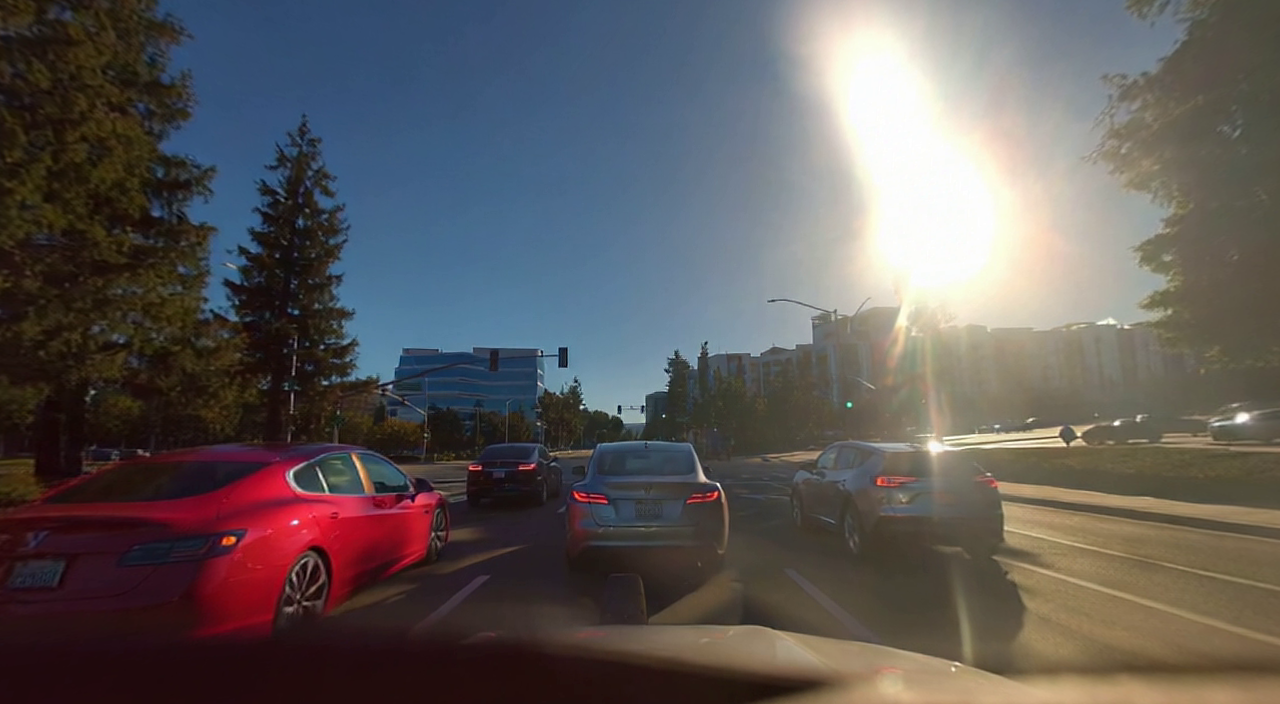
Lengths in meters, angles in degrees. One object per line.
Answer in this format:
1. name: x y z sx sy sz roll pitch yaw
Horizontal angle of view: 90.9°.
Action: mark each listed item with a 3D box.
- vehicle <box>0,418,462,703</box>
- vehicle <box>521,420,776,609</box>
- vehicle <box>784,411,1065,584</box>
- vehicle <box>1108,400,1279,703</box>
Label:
1. vehicle: -3.083 1.367 4.992 2.015 1.478 4.407 0 -8 1
2. vehicle: 0.062 1.688 7.495 2.144 1.563 4.218 0 -8 0
3. vehicle: 3.393 1.775 8.552 1.938 1.732 4.006 1 -8 0
4. vehicle: 3.296 0.702 0.726 1.951 1.522 4.614 0 -9 0
